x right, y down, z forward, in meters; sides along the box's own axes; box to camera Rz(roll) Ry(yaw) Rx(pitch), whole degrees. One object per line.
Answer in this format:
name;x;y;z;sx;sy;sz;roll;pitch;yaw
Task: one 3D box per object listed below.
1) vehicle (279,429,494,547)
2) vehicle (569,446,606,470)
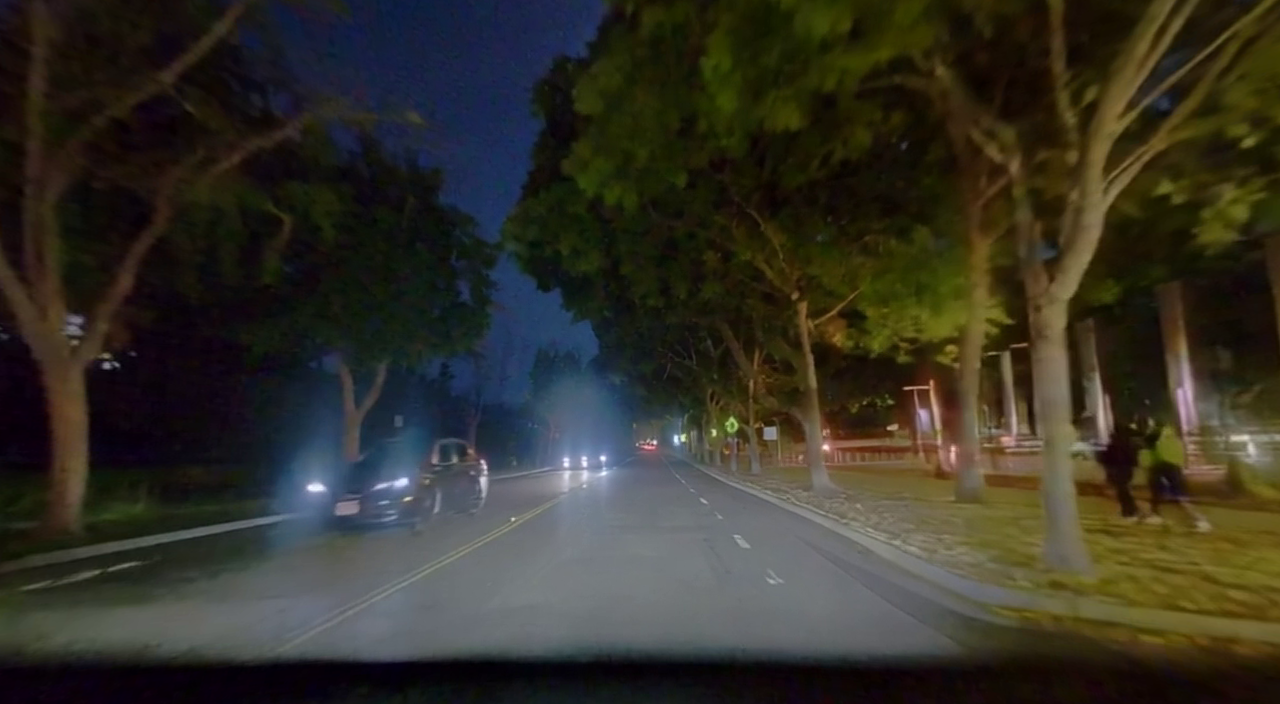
vehicle;-3.987;2.183;10.785;1.898;1.606;3.927;-1;-8;2
vehicle;-3.500;7.164;43.026;1.967;1.499;4.287;-1;-8;2
